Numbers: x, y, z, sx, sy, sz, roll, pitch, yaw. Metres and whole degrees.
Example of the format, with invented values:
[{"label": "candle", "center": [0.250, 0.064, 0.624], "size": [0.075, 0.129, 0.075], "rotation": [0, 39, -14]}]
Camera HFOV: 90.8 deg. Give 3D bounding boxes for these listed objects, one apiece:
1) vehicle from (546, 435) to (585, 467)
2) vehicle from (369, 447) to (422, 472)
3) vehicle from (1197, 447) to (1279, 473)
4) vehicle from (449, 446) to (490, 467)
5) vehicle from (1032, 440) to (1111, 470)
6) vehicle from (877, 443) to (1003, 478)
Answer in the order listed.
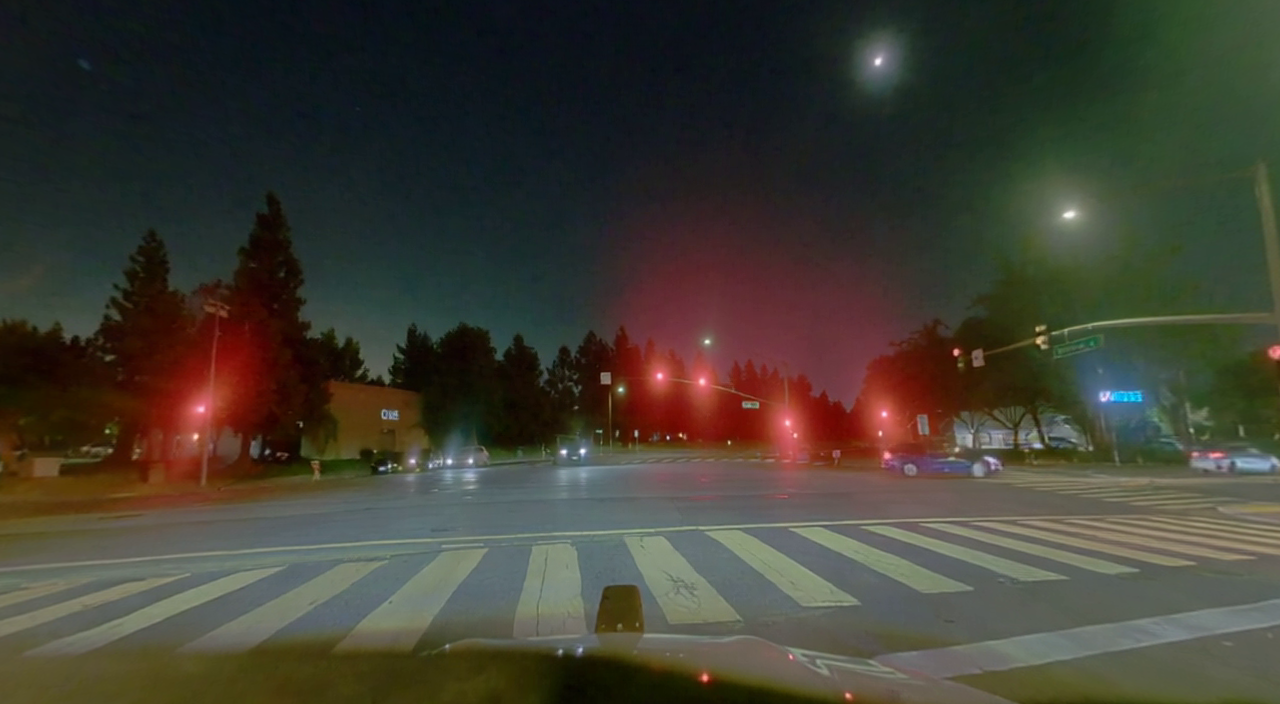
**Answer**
[{"label": "vehicle", "center": [-4.984, 6.464, 41.483], "size": [2.289, 1.927, 5.667], "rotation": [1, -9, -9]}, {"label": "vehicle", "center": [-16.253, 7.133, 42.240], "size": [1.883, 1.586, 4.297], "rotation": [0, -9, -1]}, {"label": "vehicle", "center": [36.120, 6.469, 38.097], "size": [4.522, 1.460, 2.097], "rotation": [4, -9, -26]}, {"label": "vehicle", "center": [-12.622, 7.764, 47.092], "size": [1.946, 1.474, 4.008], "rotation": [0, -9, 0]}, {"label": "vehicle", "center": [26.354, 6.266, 38.567], "size": [4.541, 1.731, 2.007], "rotation": [5, -10, -28]}, {"label": "vehicle", "center": [13.402, 4.869, 28.453], "size": [4.658, 1.478, 1.946], "rotation": [-1, -9, 4]}]
